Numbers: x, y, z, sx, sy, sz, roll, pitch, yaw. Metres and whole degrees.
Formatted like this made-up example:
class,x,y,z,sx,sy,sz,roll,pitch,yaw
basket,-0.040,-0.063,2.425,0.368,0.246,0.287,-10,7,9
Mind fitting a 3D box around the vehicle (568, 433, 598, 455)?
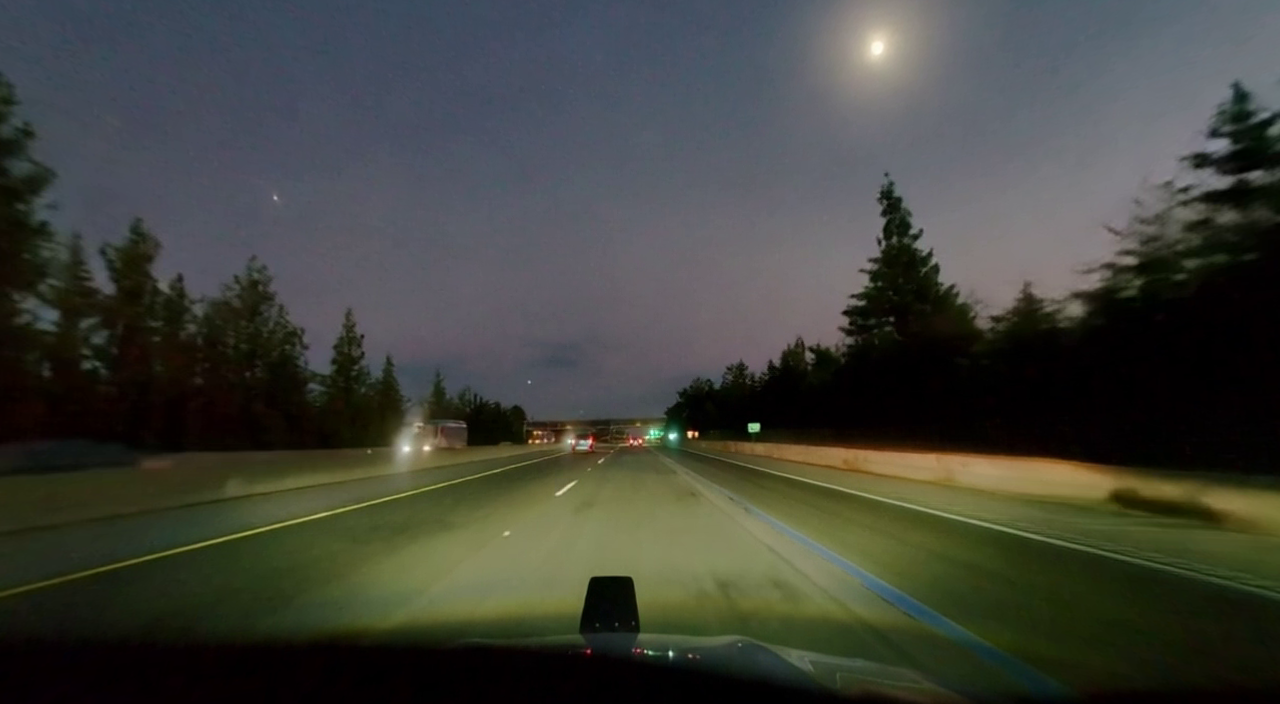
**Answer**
class,x,y,z,sx,sy,sz,roll,pitch,yaw
vehicle,-4.506,7.286,49.990,2.003,1.626,4.256,0,-8,0
